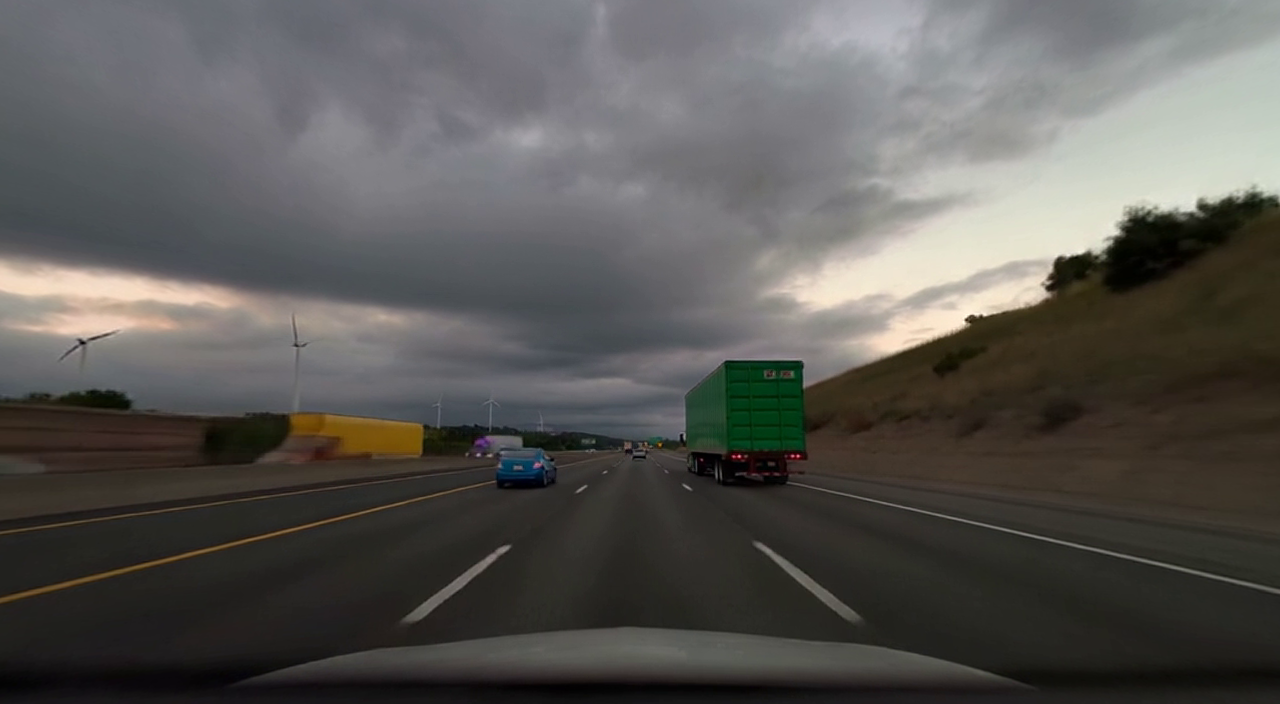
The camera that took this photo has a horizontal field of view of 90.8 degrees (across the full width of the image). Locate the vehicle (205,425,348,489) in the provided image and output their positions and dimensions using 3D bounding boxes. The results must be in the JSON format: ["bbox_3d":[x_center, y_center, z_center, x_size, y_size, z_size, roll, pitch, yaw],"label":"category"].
[{"bbox_3d":[-15.452,4.529,27.526,2.225,2.398,6.689,0,-9,0],"label":"vehicle"}]

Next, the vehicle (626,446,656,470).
[{"bbox_3d":[0.031,7.022,41.918,1.931,1.453,3.695,0,-9,-1],"label":"vehicle"}]

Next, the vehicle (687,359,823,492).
[{"bbox_3d":[3.950,3.220,25.812,2.947,3.989,13.568,0,-9,0],"label":"vehicle"}]

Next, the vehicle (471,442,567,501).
[{"bbox_3d":[-3.378,3.419,18.443,1.952,1.521,4.095,0,-9,1],"label":"vehicle"}]
